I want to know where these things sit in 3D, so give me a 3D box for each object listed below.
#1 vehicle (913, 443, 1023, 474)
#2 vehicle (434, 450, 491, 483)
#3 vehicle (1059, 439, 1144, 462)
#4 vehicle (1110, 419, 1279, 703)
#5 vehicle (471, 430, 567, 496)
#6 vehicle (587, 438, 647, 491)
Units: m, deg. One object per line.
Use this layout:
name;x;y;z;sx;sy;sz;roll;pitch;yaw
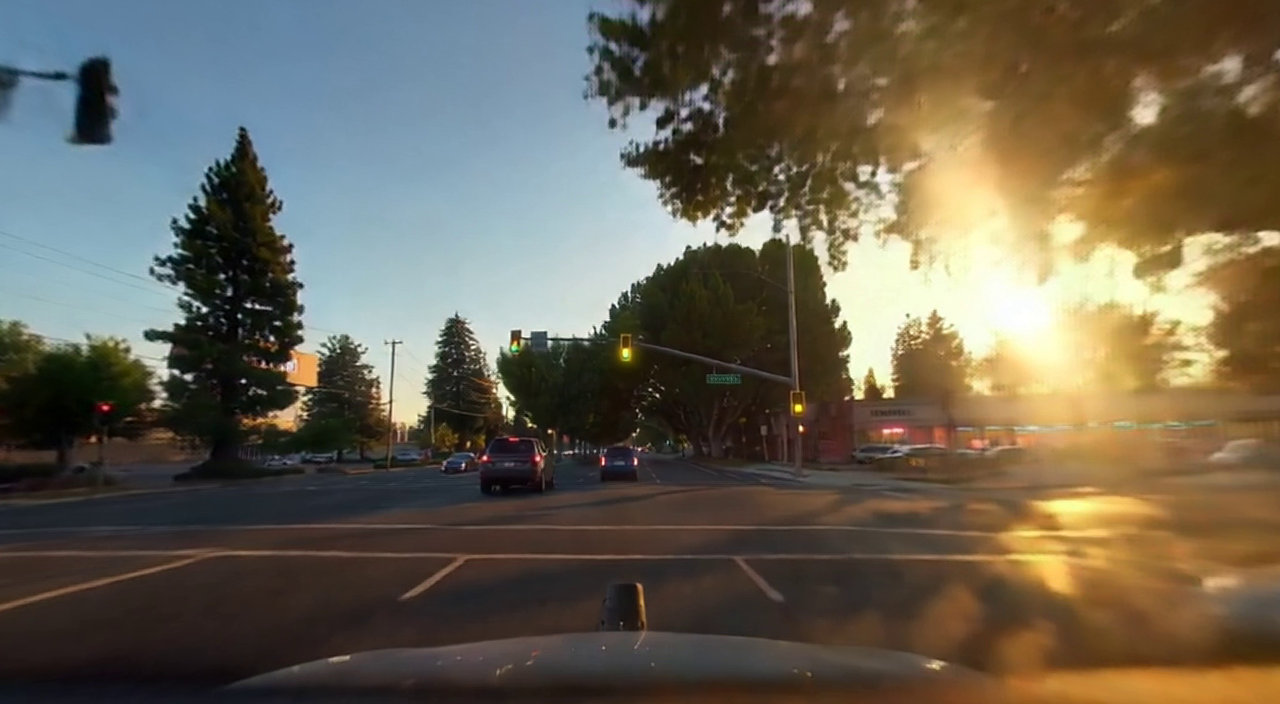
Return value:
vehicle;18.877;6.140;36.542;5.209;1.743;2.081;0;-9;-1
vehicle;-9.404;6.061;33.766;1.867;1.427;4.371;-3;-8;-1
vehicle;31.521;6.727;43.205;4.347;1.457;1.785;0;-9;0
vehicle;3.584;0.775;1.030;2.207;1.447;4.418;0;-9;0
vehicle;-4.028;3.810;22.185;2.252;1.999;5.605;0;-8;0
vehicle;-0.812;4.156;23.702;2.061;1.809;4.141;0;-9;-1
